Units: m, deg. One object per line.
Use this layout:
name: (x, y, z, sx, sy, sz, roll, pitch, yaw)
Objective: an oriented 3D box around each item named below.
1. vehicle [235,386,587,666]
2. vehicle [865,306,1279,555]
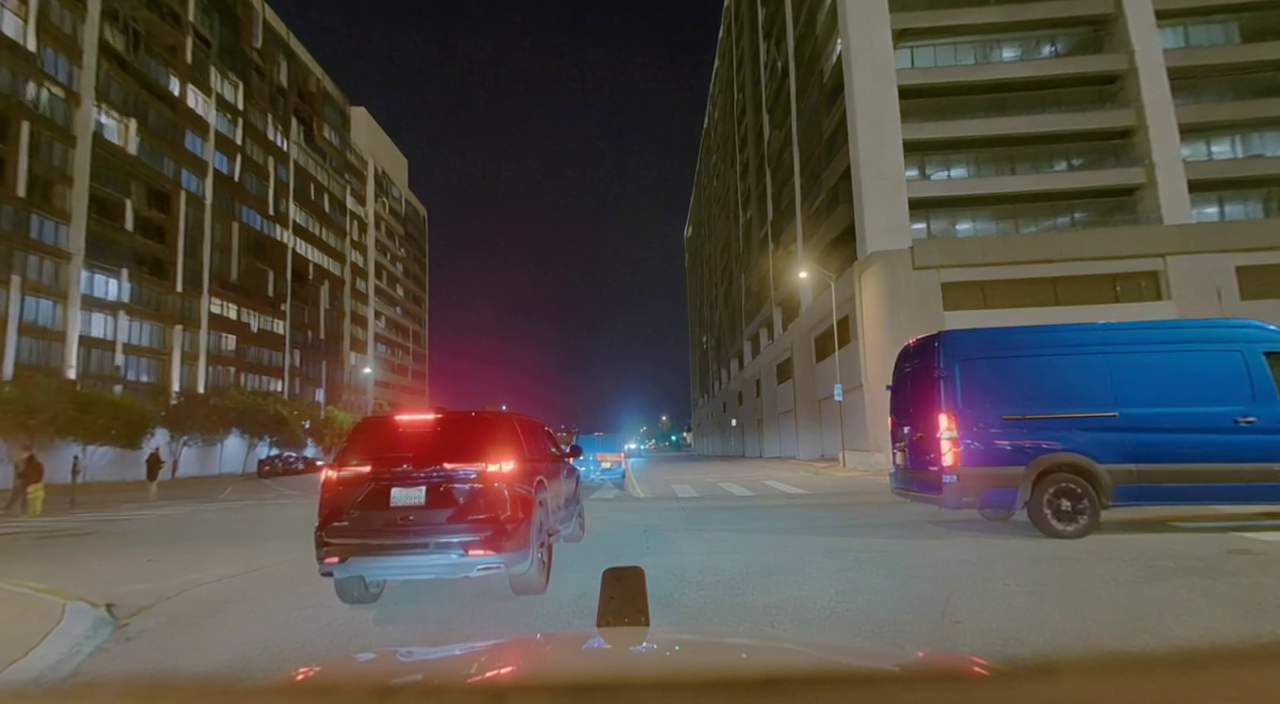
vehicle: (-1.692, 1.398, 6.162, 2.144, 1.733, 4.115, 1, -9, -7)
vehicle: (6.917, 1.020, 8.242, 6.932, 2.753, 2.446, 0, -8, 1)
